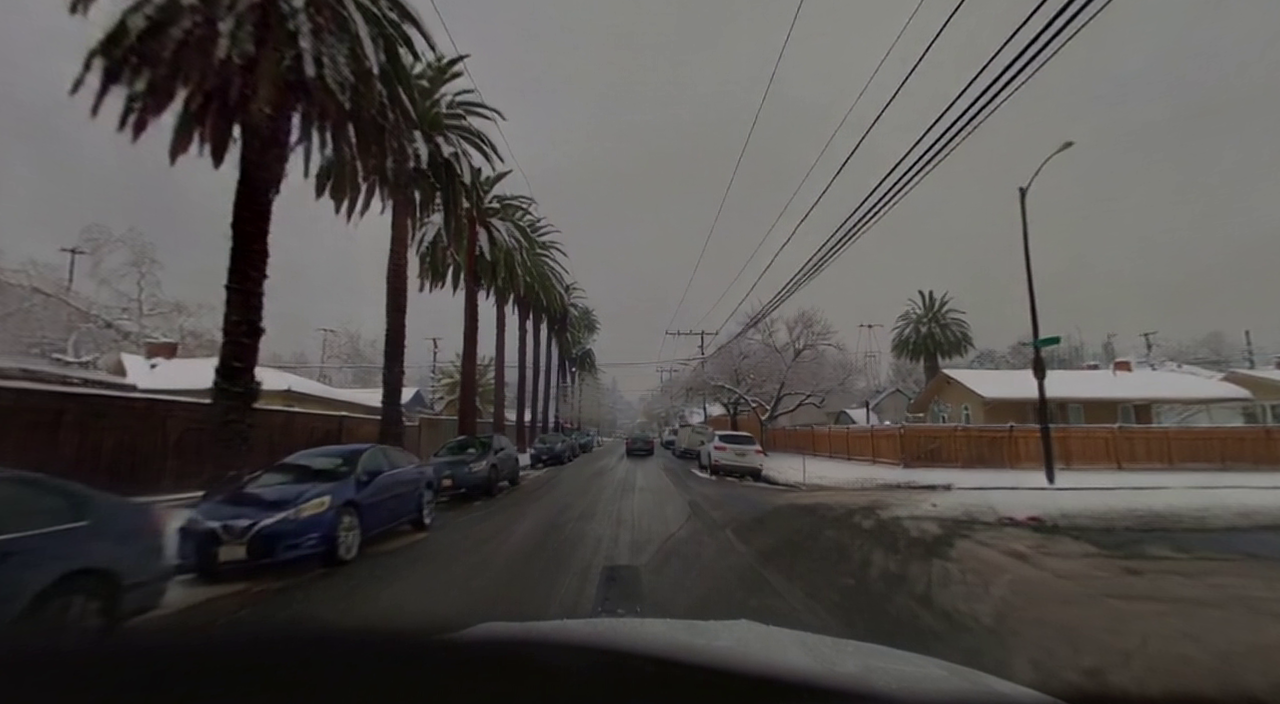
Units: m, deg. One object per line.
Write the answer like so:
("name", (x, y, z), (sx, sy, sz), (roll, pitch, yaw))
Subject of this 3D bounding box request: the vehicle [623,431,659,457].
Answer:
("vehicle", (0.040, 5.632, 38.738), (2.081, 1.483, 4.599), (0, -9, 0))

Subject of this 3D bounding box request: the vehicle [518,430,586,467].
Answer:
("vehicle", (-3.945, 4.485, 29.451), (2.130, 1.543, 5.386), (-1, -9, 3))

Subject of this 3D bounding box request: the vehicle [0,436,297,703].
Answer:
("vehicle", (-4.100, 1.090, 2.541), (2.157, 1.487, 5.718), (-1, -9, 1))

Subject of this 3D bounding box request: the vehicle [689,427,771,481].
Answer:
("vehicle", (2.920, 3.463, 21.635), (2.060, 1.614, 4.652), (0, -9, -1))

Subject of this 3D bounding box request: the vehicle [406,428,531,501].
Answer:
("vehicle", (-4.182, 2.833, 16.332), (1.769, 1.551, 5.040), (0, -9, 0))
